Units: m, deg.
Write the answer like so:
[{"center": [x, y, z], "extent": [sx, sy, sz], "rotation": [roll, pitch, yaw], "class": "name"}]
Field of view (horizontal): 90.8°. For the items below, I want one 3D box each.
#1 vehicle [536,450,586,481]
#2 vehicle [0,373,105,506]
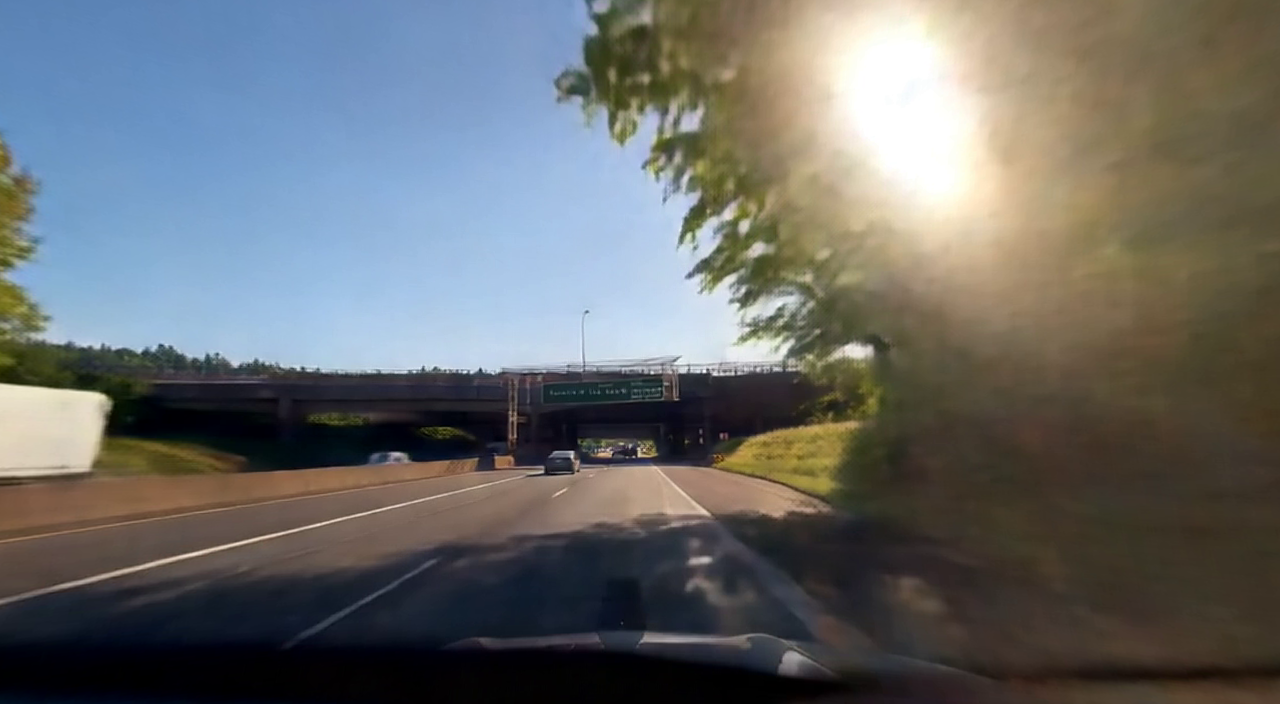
[{"center": [-4.027, 5.843, 32.828], "extent": [1.992, 1.504, 4.117], "rotation": [0, -9, 1], "class": "vehicle"}, {"center": [-20.120, 1.919, 14.392], "extent": [2.907, 3.842, 14.891], "rotation": [0, -9, 0], "class": "vehicle"}]
